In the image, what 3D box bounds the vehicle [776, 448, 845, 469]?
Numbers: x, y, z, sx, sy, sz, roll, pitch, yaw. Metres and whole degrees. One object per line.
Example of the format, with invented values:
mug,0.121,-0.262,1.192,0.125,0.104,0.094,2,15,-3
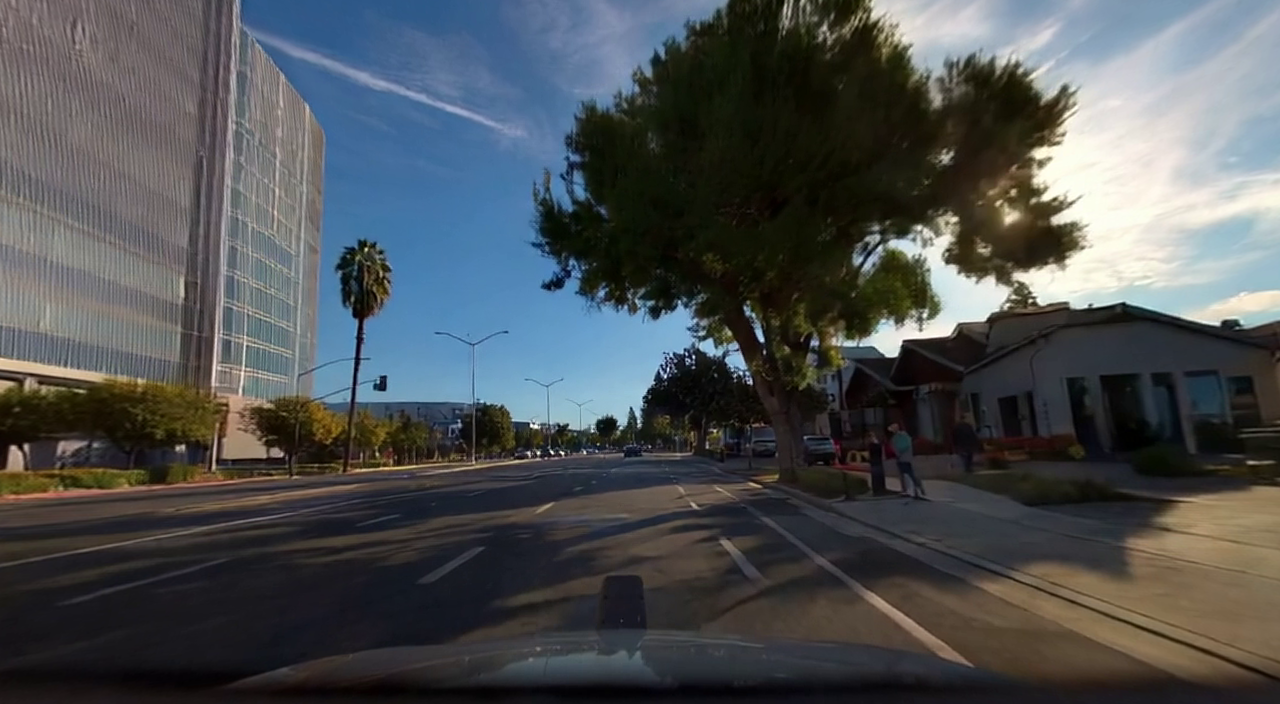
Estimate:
vehicle,12.454,7.777,46.355,4.489,1.491,2.022,0,-9,0
